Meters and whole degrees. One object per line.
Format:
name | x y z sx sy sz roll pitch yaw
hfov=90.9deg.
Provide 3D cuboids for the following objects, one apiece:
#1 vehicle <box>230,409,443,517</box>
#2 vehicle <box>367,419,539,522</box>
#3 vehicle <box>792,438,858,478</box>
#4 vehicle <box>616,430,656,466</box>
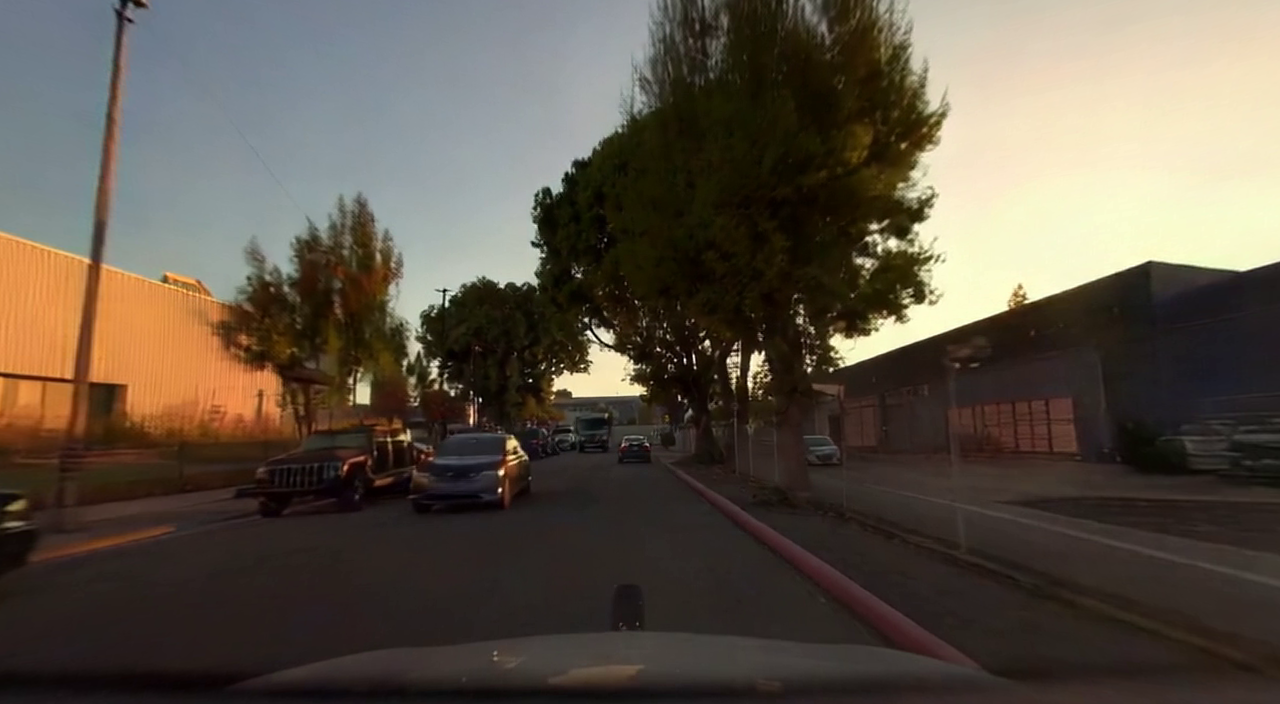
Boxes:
vehicle | -6.420 2.473 14.296 2.139 1.943 5.295 -1 -9 1
vehicle | -3.472 2.270 12.747 2.157 1.703 4.310 0 -8 0
vehicle | 8.248 4.713 28.432 1.874 1.669 4.083 0 -8 2
vehicle | -0.240 5.401 35.638 2.152 1.874 4.042 0 -8 -1
